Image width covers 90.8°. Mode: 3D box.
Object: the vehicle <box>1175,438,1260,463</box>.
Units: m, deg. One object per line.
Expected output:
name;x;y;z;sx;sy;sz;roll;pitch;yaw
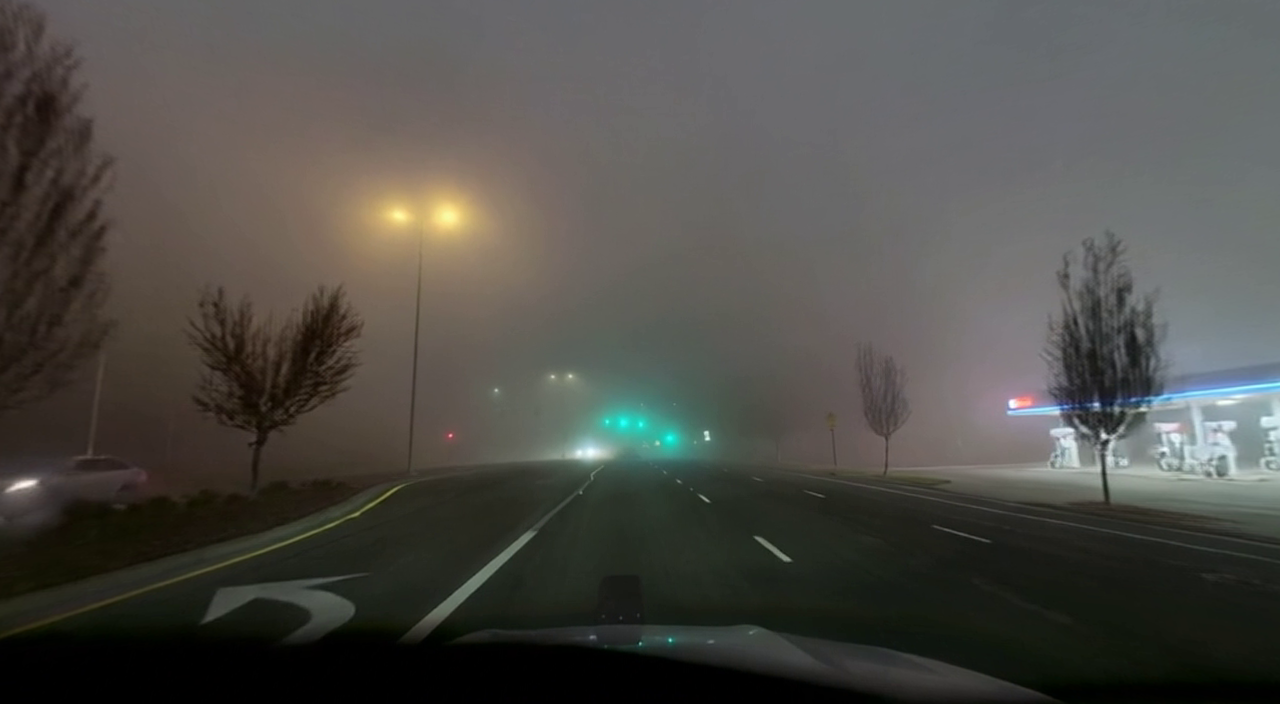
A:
vehicle;36.700;6.261;40.281;1.665;1.442;3.759;0;-8;-4

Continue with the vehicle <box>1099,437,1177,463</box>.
vehicle;31.036;6.157;39.535;1.591;1.491;4.005;-2;-9;1

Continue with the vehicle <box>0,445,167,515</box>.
vehicle;-15.498;3.351;17.135;1.916;1.620;4.408;0;-8;0
